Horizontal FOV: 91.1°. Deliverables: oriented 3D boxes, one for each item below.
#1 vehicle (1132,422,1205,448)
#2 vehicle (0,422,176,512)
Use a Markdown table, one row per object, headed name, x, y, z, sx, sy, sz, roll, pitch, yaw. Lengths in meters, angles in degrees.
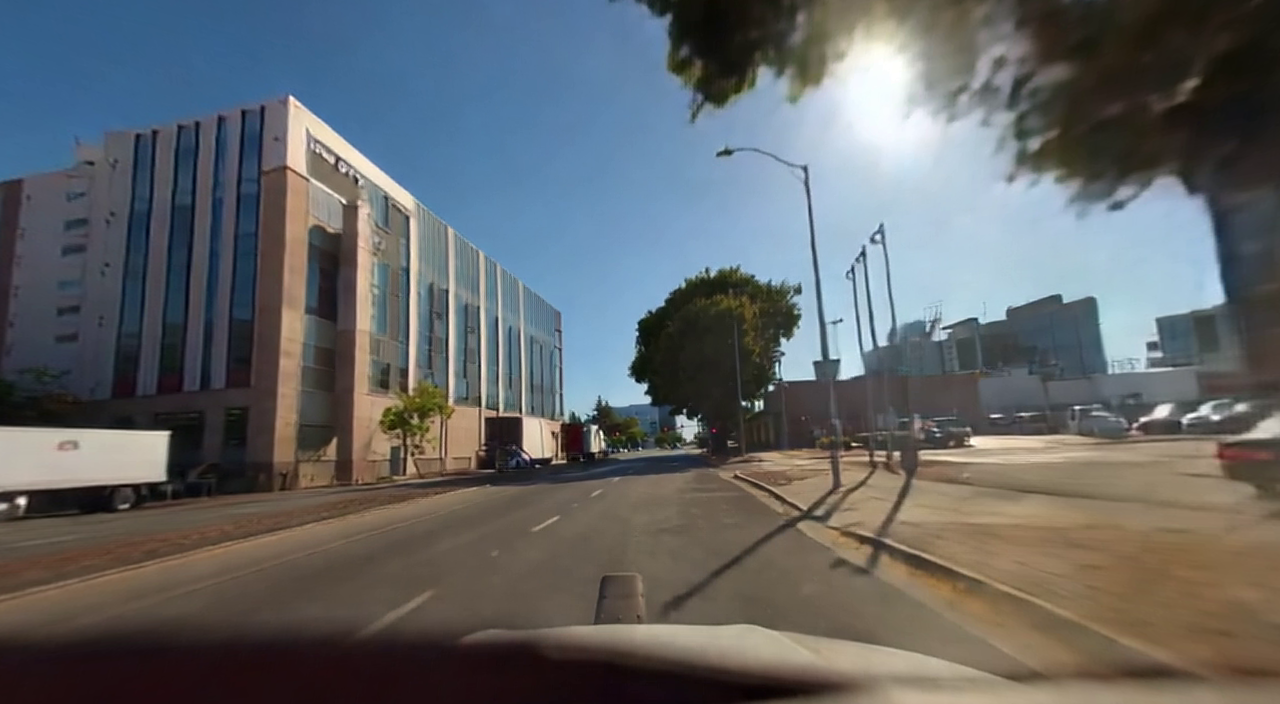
| name | x | y | z | sx | sy | sz | roll | pitch | yaw |
| --- | --- | --- | --- | --- | --- | --- | --- | --- | --- |
| vehicle | 33.253 | 5.288 | 39.647 | 1.635 | 1.503 | 3.463 | -3 | -9 | 3 |
| vehicle | -19.814 | 3.776 | 20.808 | 2.166 | 2.698 | 7.006 | -6 | -9 | 20 |
